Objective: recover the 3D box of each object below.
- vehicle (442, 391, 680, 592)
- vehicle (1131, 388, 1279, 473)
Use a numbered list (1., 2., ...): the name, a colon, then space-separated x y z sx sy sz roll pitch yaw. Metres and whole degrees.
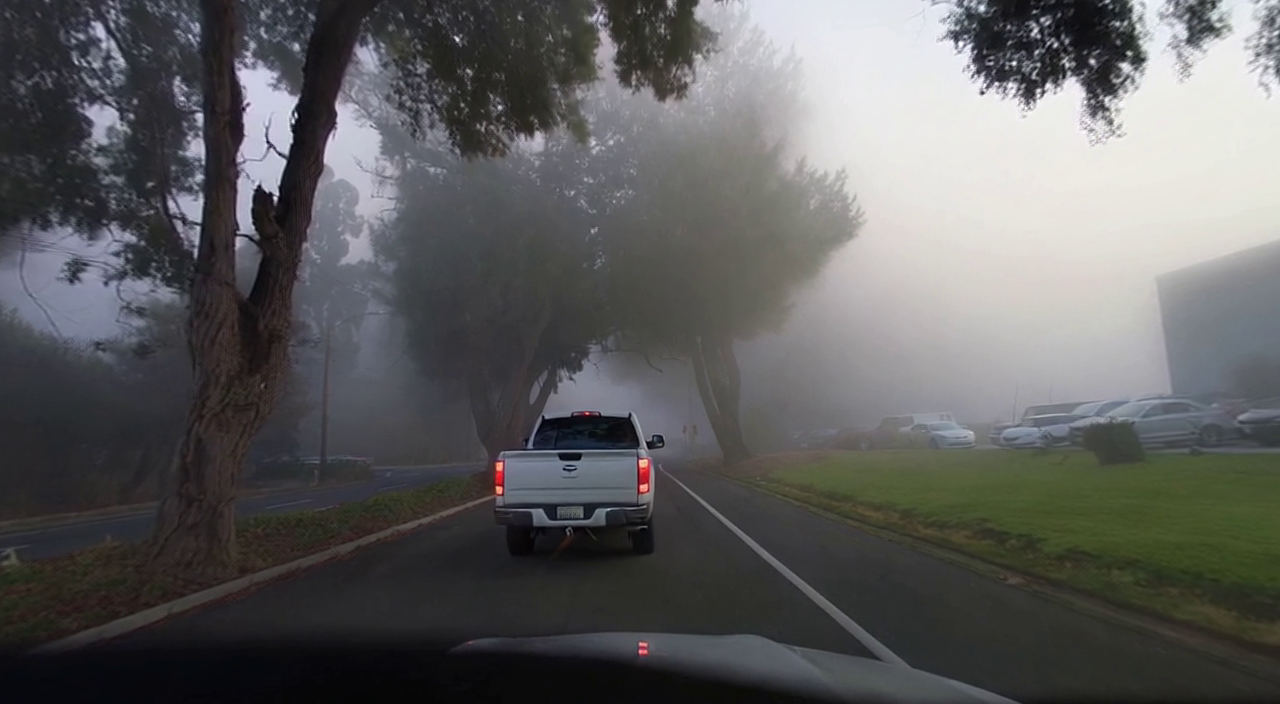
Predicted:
1. vehicle: -0.652 1.636 8.348 2.157 1.816 5.039 0 -8 2
2. vehicle: 11.876 1.410 11.402 4.298 1.392 1.944 -1 -8 2
